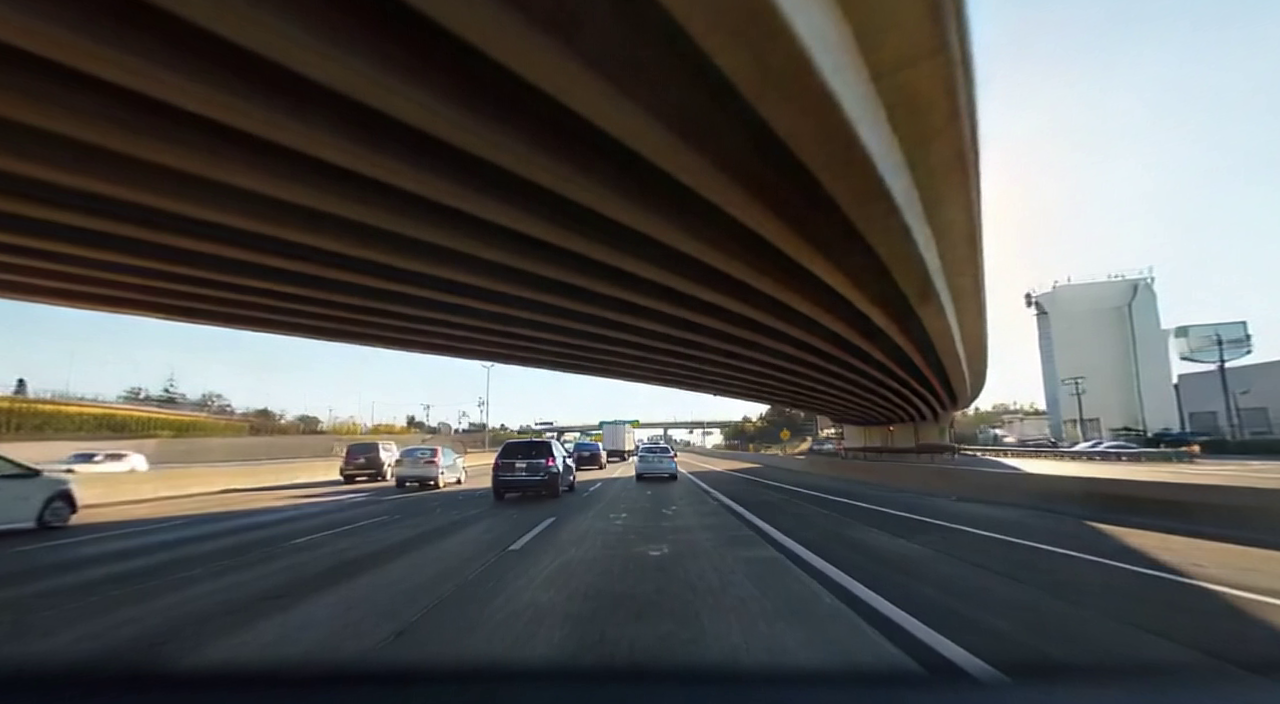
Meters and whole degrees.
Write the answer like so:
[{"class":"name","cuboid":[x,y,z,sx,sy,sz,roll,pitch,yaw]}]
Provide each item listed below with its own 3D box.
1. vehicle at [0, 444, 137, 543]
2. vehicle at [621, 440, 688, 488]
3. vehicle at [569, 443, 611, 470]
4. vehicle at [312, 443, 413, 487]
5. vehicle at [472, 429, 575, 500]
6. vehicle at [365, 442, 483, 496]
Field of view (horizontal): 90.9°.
[{"class":"vehicle","cuboid":[-10.088,2.104,9.485,1.774,1.408,3.917,0,-8,1]},{"class":"vehicle","cuboid":[0.464,3.798,21.711,2.090,1.474,3.970,0,-8,1]},{"class":"vehicle","cuboid":[-2.959,6.285,38.195,2.048,1.497,4.466,0,-8,2]},{"class":"vehicle","cuboid":[-10.210,4.150,23.581,1.861,1.495,4.007,0,-8,1]},{"class":"vehicle","cuboid":[-3.114,3.096,17.832,2.007,1.730,4.412,0,-8,1]},{"class":"vehicle","cuboid":[-6.369,3.478,19.191,1.933,1.439,4.441,0,-8,1]}]
